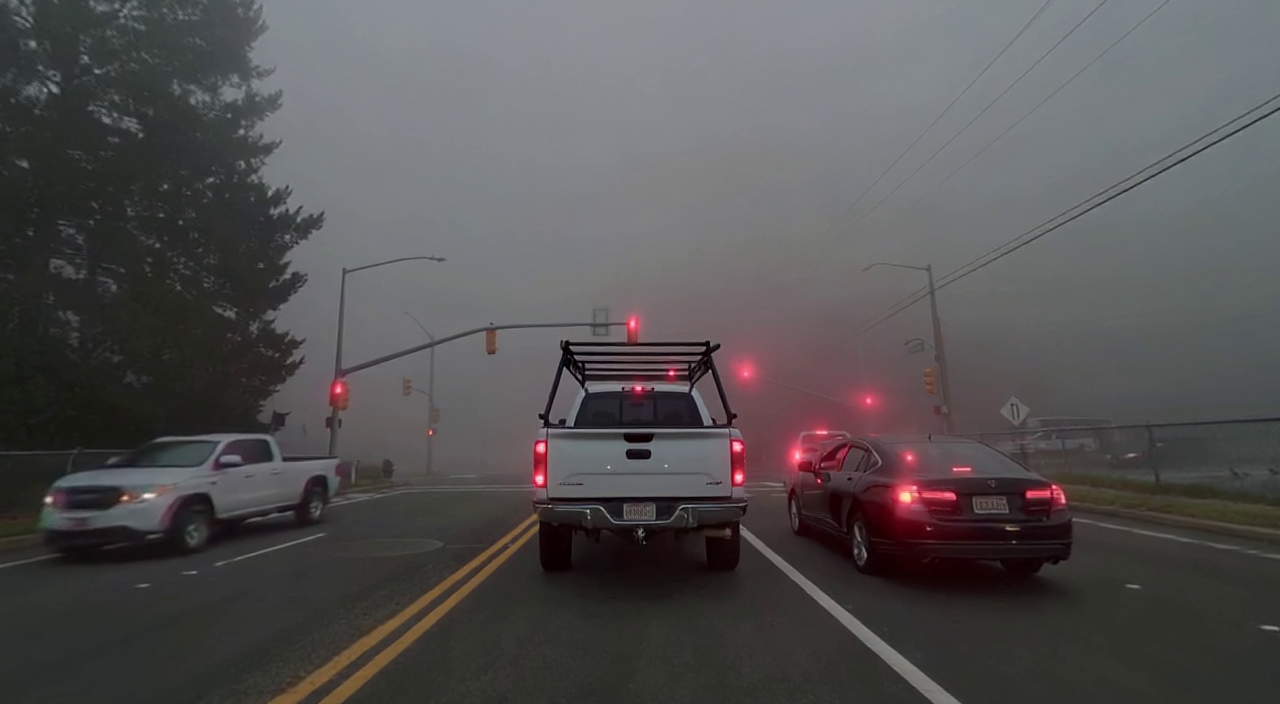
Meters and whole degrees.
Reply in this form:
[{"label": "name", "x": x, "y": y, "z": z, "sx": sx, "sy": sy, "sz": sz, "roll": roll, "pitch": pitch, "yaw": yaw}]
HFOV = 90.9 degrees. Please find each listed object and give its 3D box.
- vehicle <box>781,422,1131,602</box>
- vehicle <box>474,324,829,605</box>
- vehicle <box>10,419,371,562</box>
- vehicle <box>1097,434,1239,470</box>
[{"label": "vehicle", "x": 3.114, "y": 1.645, "z": 7.380, "sx": 1.993, "sy": 1.495, "sz": 4.060, "roll": 0, "pitch": -8, "yaw": 0}, {"label": "vehicle", "x": 0.099, "y": 1.343, "z": 8.236, "sx": 2.831, "sy": 2.284, "sz": 6.149, "roll": 0, "pitch": -8, "yaw": 0}, {"label": "vehicle", "x": -7.458, "y": 2.330, "z": 11.539, "sx": 2.455, "sy": 1.971, "sz": 5.329, "roll": -1, "pitch": -8, "yaw": 3}, {"label": "vehicle", "x": 26.279, "y": 4.992, "z": 31.612, "sx": 4.871, "sy": 1.673, "sz": 2.153, "roll": -2, "pitch": -9, "yaw": 14}]
